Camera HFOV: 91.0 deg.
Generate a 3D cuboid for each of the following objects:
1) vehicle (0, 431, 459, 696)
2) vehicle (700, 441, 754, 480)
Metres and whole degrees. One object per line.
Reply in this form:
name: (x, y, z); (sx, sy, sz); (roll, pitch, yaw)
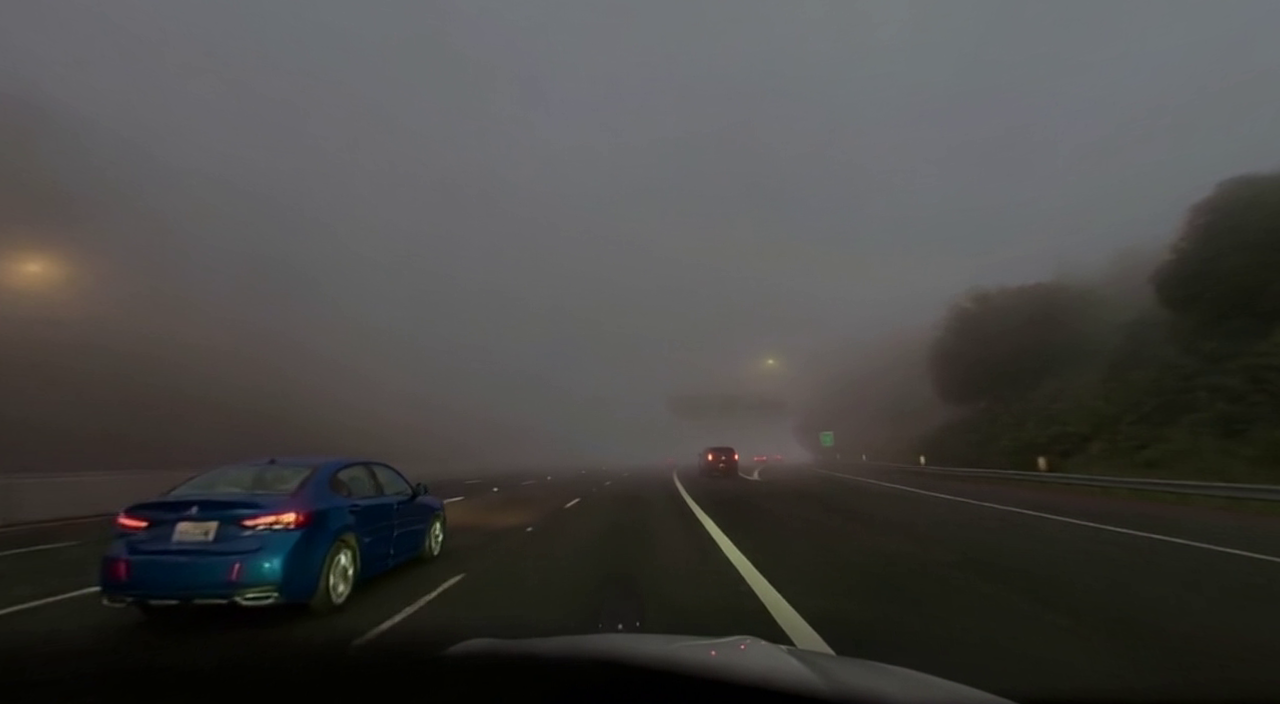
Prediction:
vehicle: (-3.342, 1.580, 5.878); (1.937, 1.490, 4.372); (-1, -9, 1)
vehicle: (4.400, 5.568, 32.496); (2.225, 1.833, 4.340); (-1, -9, 1)
